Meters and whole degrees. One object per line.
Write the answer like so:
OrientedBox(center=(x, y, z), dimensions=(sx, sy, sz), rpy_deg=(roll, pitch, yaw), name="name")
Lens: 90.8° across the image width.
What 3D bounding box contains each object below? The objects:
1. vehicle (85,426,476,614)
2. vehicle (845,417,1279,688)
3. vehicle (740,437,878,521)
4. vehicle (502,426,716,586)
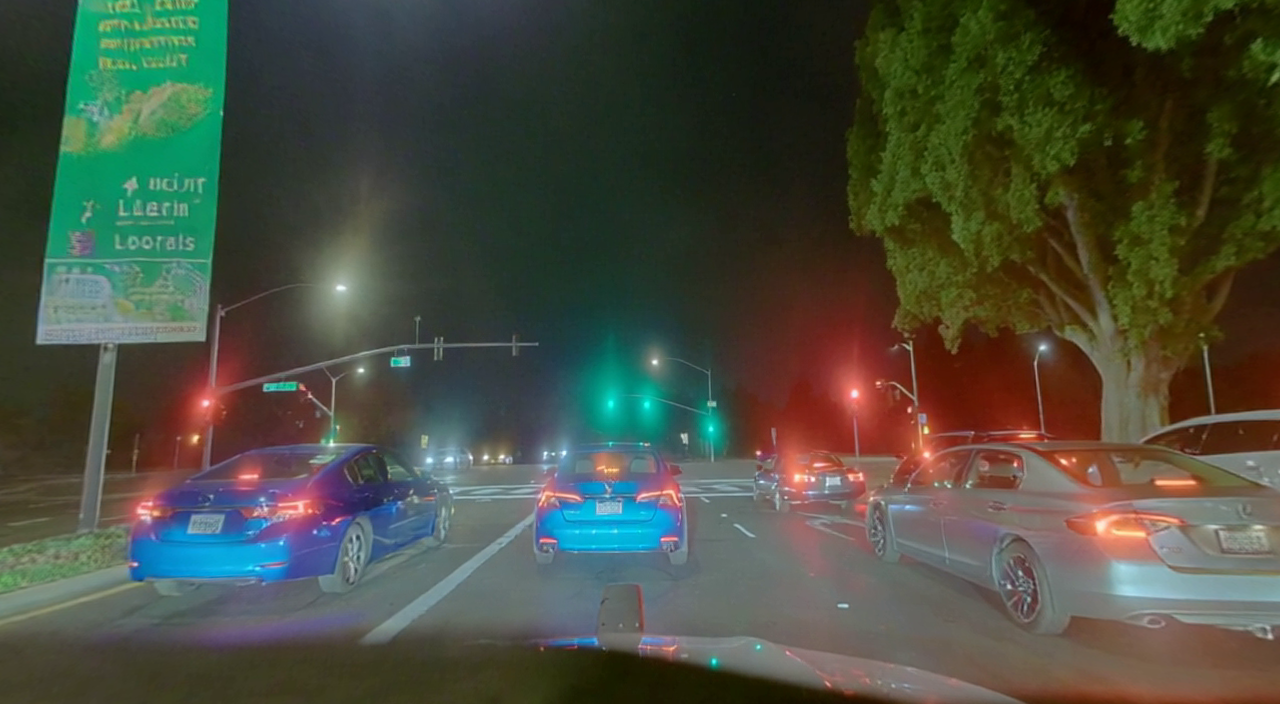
OrientedBox(center=(-3.370, 1.633, 7.091), dimensions=(1.929, 1.457, 4.136), rpy_deg=(0, -9, 0), name="vehicle")
OrientedBox(center=(3.596, 1.438, 5.762), dimensions=(1.953, 1.471, 4.470), rpy_deg=(0, -9, 0), name="vehicle")
OrientedBox(center=(3.396, 2.612, 13.497), dimensions=(1.852, 1.498, 3.825), rpy_deg=(0, -9, -1), name="vehicle")
OrientedBox(center=(-0.315, 1.724, 7.819), dimensions=(1.994, 1.479, 3.647), rpy_deg=(0, -9, -1), name="vehicle")
